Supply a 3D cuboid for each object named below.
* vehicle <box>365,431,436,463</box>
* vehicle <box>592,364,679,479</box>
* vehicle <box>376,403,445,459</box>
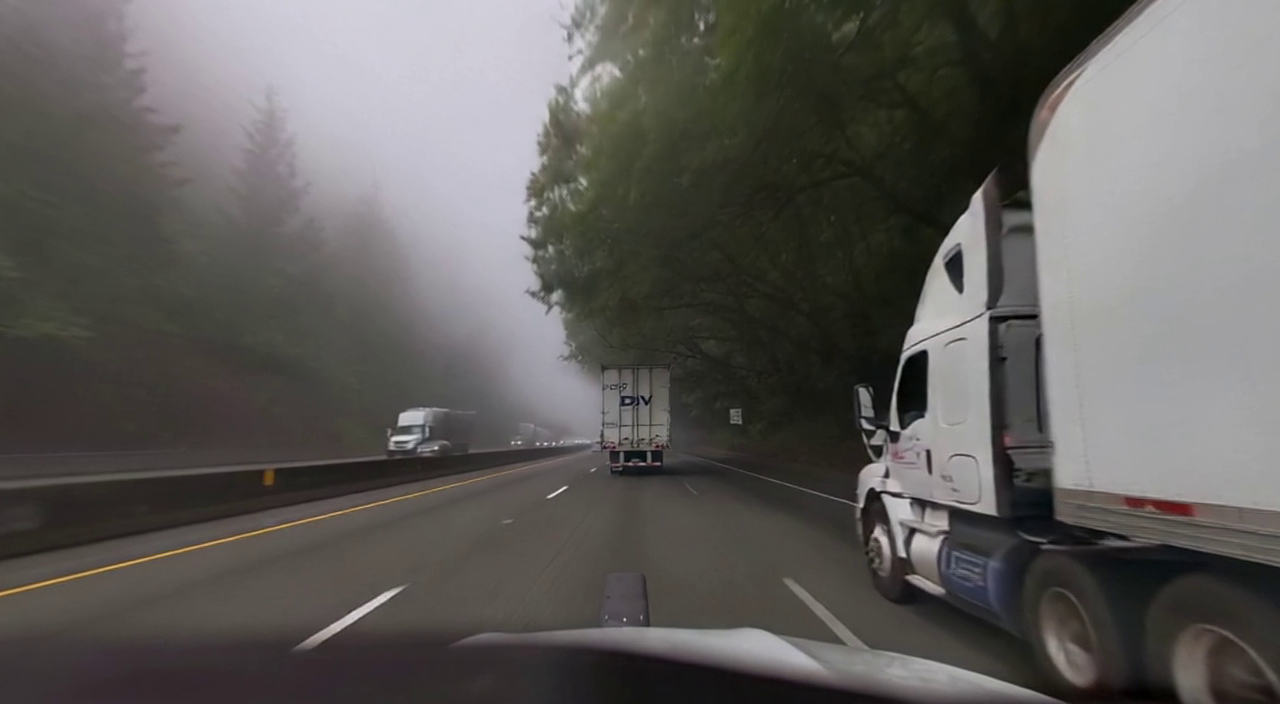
[{"bbox_3d":[-12.956,5.191,34.429,2.030,1.625,4.658,0,-8,0],"label":"vehicle"},{"bbox_3d":[-0.328,3.102,26.836,2.969,3.957,10.270,0,-8,-2],"label":"vehicle"},{"bbox_3d":[-17.332,6.070,47.992,2.998,4.020,5.794,0,-8,-1],"label":"vehicle"}]
